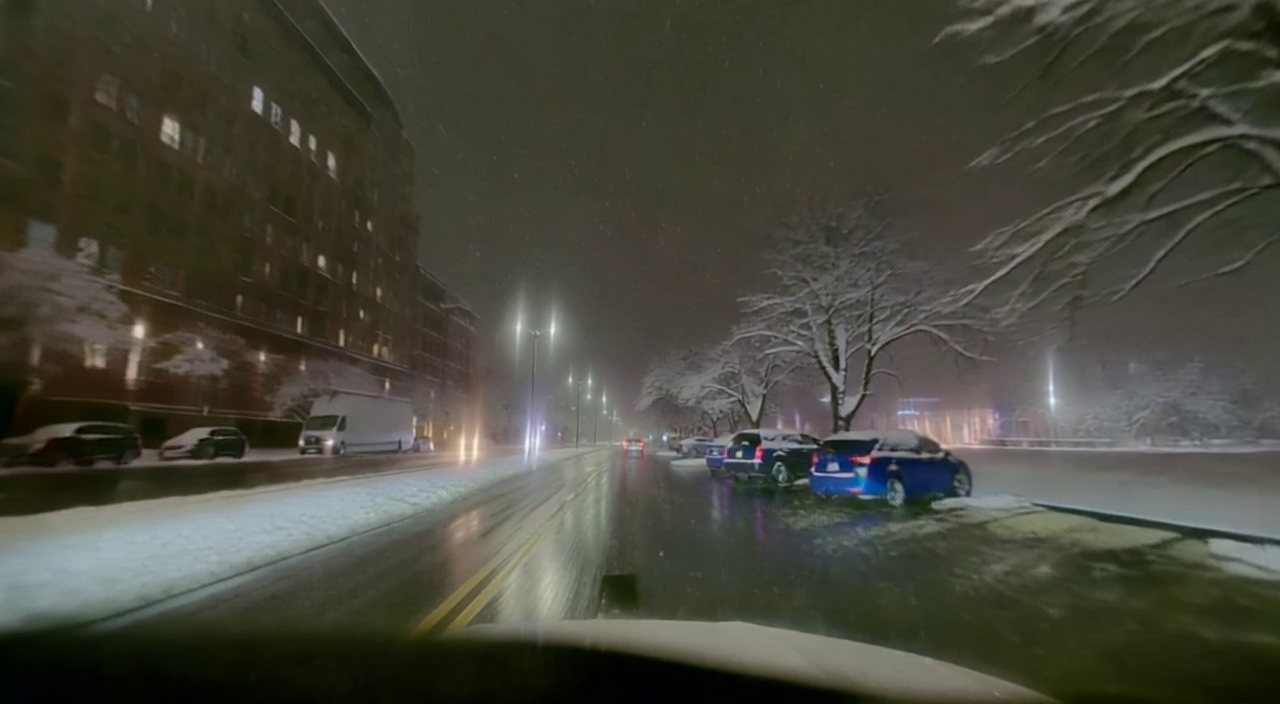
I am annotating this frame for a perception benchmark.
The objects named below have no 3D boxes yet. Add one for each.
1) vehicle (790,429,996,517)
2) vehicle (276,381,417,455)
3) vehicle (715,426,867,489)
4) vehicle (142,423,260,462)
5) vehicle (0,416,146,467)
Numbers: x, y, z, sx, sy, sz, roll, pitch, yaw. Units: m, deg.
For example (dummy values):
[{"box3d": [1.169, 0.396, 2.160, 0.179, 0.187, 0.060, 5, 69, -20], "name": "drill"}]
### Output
[{"box3d": [5.063, 2.265, 12.384, 4.275, 1.428, 1.774, 6, -10, -38], "name": "vehicle"}, {"box3d": [-19.101, 4.742, 42.688, 3.054, 4.140, 14.110, -1, -8, -1], "name": "vehicle"}, {"box3d": [4.611, 3.099, 18.946, 4.585, 1.660, 1.969, 6, -10, -37], "name": "vehicle"}, {"box3d": [-18.770, 3.915, 27.211, 1.909, 1.518, 4.459, -1, -8, 0], "name": "vehicle"}, {"box3d": [-19.018, 3.011, 21.189, 1.792, 1.554, 3.682, 0, -8, -2], "name": "vehicle"}]
